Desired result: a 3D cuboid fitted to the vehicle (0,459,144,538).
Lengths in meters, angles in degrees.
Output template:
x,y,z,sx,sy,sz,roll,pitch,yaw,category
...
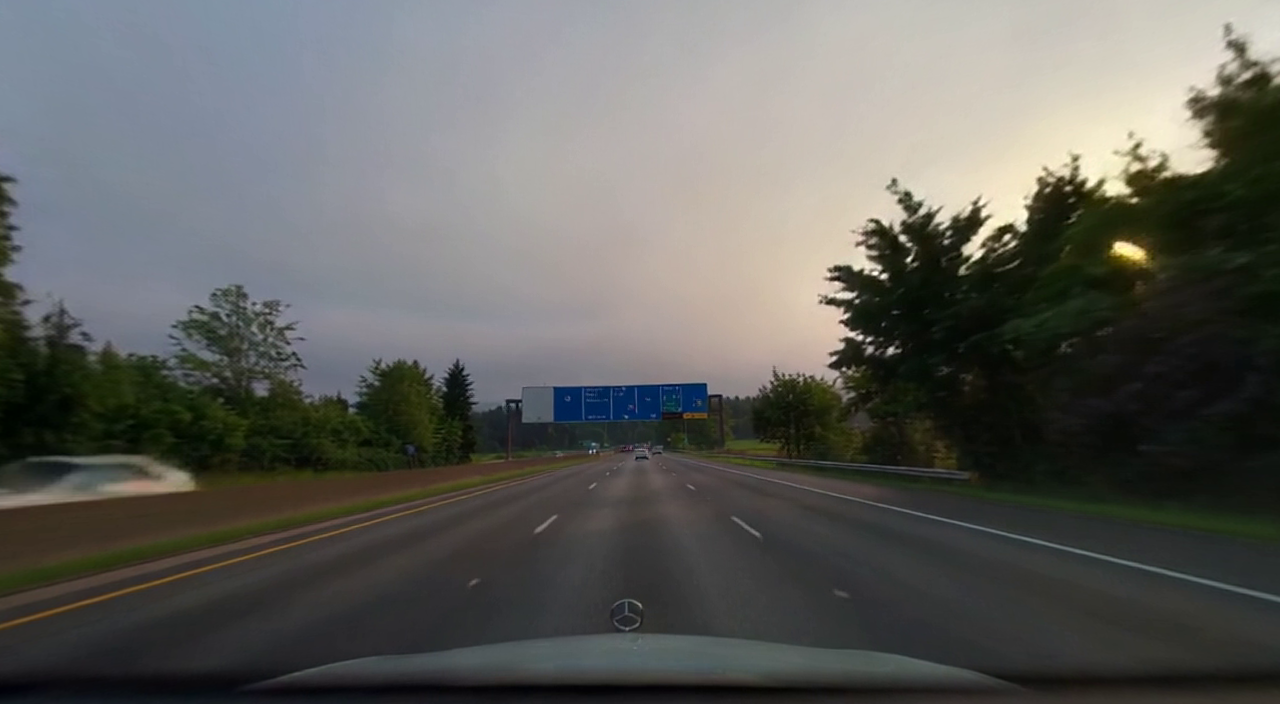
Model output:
x,y,z,sx,sy,sz,roll,pitch,yaw,category
-13.288,3.012,13.287,2.159,1.438,4.323,0,-9,-1,vehicle
